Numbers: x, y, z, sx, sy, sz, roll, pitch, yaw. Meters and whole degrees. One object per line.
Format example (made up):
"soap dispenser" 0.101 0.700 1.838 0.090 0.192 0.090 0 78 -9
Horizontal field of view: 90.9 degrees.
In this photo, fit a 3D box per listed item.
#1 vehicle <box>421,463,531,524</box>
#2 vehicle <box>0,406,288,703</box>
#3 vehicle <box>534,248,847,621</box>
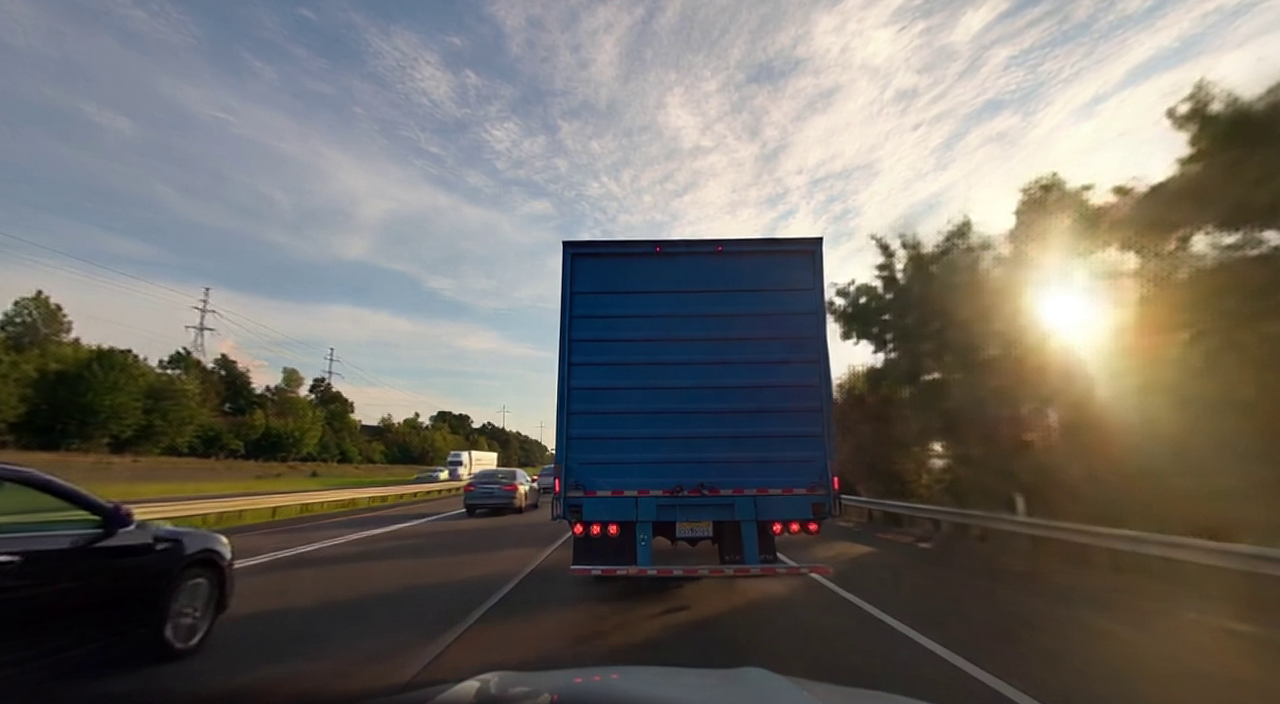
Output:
"vehicle" -4.492 3.955 18.027 1.891 1.469 4.431 0 -11 1
"vehicle" -3.939 0.993 2.649 1.983 1.575 4.973 1 -11 0
"vehicle" 0.616 1.483 10.314 2.831 3.529 8.689 0 -11 2
